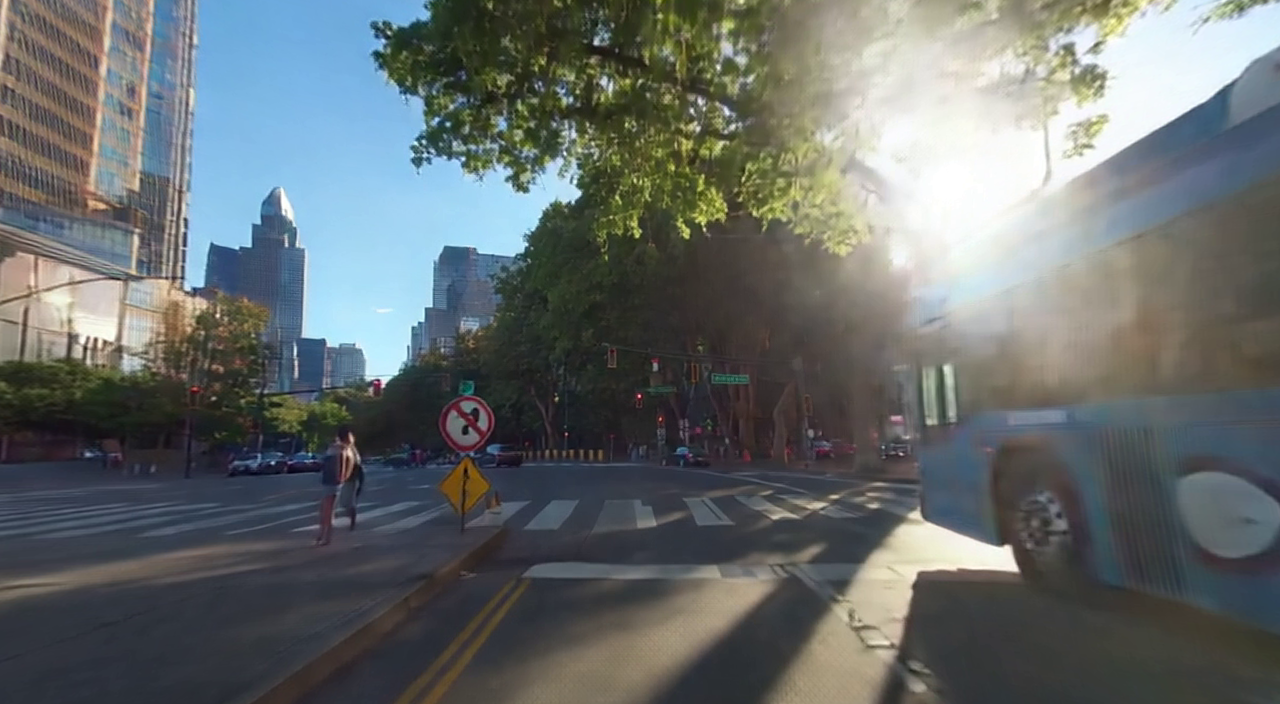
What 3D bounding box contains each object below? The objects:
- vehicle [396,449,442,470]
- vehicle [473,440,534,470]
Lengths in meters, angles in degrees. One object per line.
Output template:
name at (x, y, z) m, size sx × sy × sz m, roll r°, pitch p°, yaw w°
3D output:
vehicle at (-17.055, 8.248, 48.663) m, size 2.036 × 1.467 × 3.979 m, roll 7°, pitch -11°, yaw -39°
vehicle at (-7.700, 5.756, 35.437) m, size 2.123 × 1.544 × 4.158 m, roll 5°, pitch -10°, yaw -30°
